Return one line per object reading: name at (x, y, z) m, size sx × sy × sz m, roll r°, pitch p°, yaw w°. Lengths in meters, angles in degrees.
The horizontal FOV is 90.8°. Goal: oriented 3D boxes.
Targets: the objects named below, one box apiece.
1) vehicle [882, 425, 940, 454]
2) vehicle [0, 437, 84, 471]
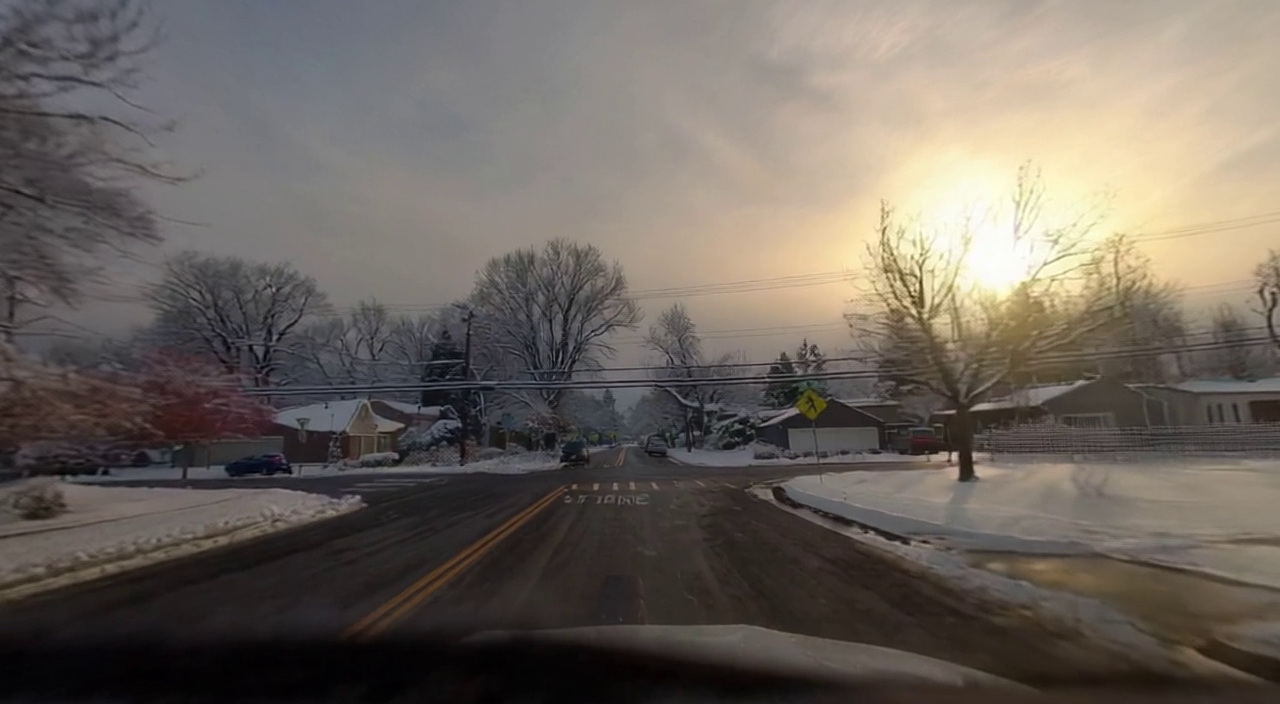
vehicle at (18.404, 5.921, 43.153) m, size 2.001 × 1.750 × 4.673 m, roll 0°, pitch -6°, yaw 2°
vehicle at (-37.041, 6.176, 38.426) m, size 2.016 × 1.908 × 4.814 m, roll 0°, pitch -8°, yaw 0°
